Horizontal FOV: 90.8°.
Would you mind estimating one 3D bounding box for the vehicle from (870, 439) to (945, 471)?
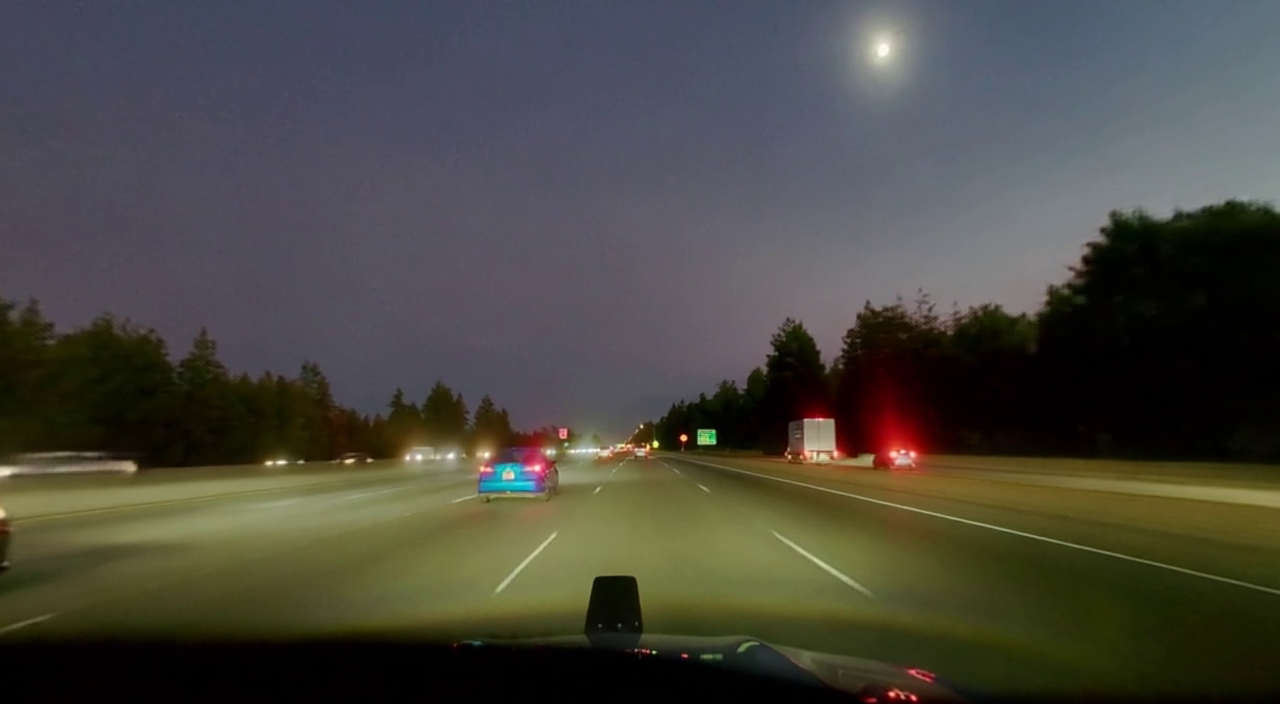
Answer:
[{"bbox_3d":[15.309,5.915,36.468,2.081,1.707,4.756,0,-9,-2],"label":"vehicle"}]

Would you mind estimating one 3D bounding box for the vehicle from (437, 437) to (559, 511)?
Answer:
[{"bbox_3d":[-3.276,2.916,15.514,2.020,1.554,4.137,0,-9,0],"label":"vehicle"}]

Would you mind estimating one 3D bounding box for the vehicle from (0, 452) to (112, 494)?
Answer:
[{"bbox_3d":[-24.722,4.924,26.045,1.895,1.549,4.569,0,-9,0],"label":"vehicle"}]
